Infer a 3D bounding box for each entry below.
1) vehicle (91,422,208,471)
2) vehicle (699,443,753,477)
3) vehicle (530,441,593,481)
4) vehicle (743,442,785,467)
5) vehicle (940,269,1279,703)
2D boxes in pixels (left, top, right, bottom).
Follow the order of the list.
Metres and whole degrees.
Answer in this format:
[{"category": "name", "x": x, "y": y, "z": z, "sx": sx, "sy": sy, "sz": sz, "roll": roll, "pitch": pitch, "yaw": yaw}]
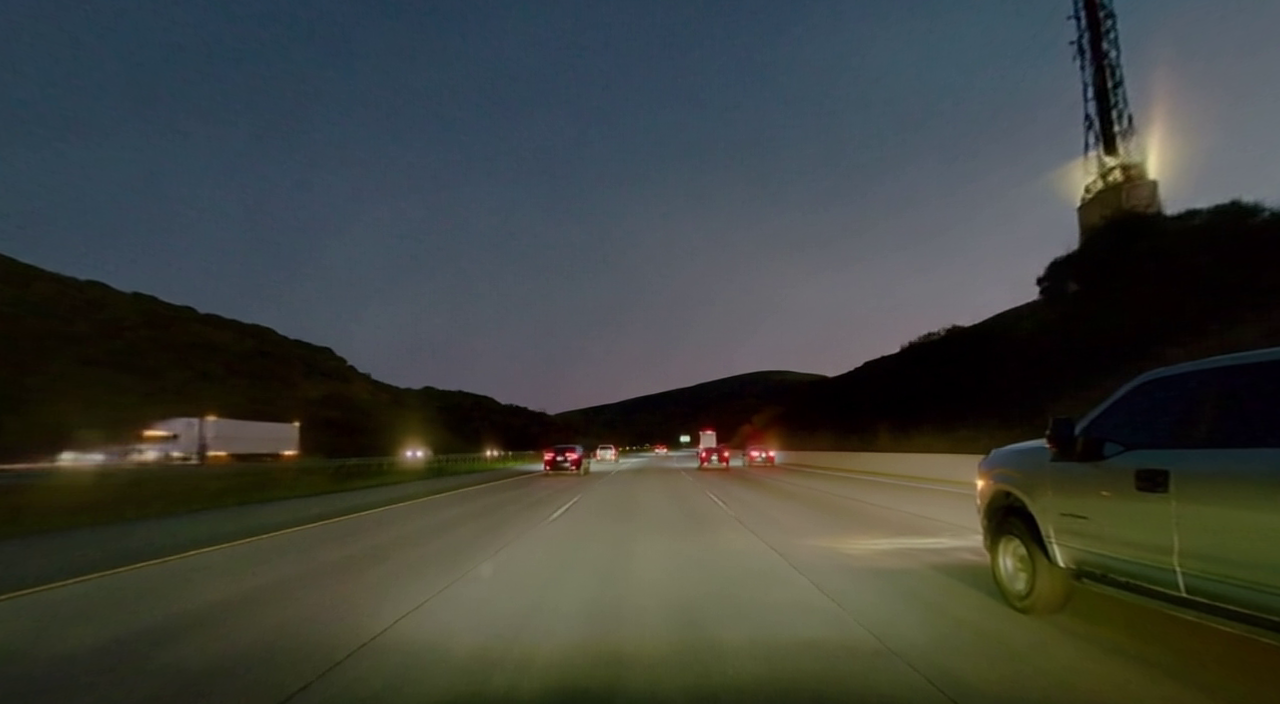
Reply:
[{"category": "vehicle", "x": -37.983, "y": 7.357, "z": 49.227, "sx": 2.942, "sy": 3.519, "sz": 7.227, "roll": -1, "pitch": -8, "yaw": 3}, {"category": "vehicle", "x": 4.091, "y": 5.216, "z": 30.738, "sx": 2.046, "sy": 1.471, "sz": 4.333, "roll": 0, "pitch": -8, "yaw": 0}, {"category": "vehicle", "x": -3.440, "y": 4.891, "z": 28.627, "sx": 2.113, "sy": 1.636, "sz": 4.494, "roll": -1, "pitch": -8, "yaw": 2}, {"category": "vehicle", "x": 8.425, "y": 7.021, "z": 43.379, "sx": 1.986, "sy": 1.633, "sz": 4.430, "roll": 0, "pitch": -8, "yaw": 0}, {"category": "vehicle", "x": 3.421, "y": 0.666, "z": 2.360, "sx": 2.098, "sy": 1.925, "sz": 5.171, "roll": 0, "pitch": -8, "yaw": 1}]
